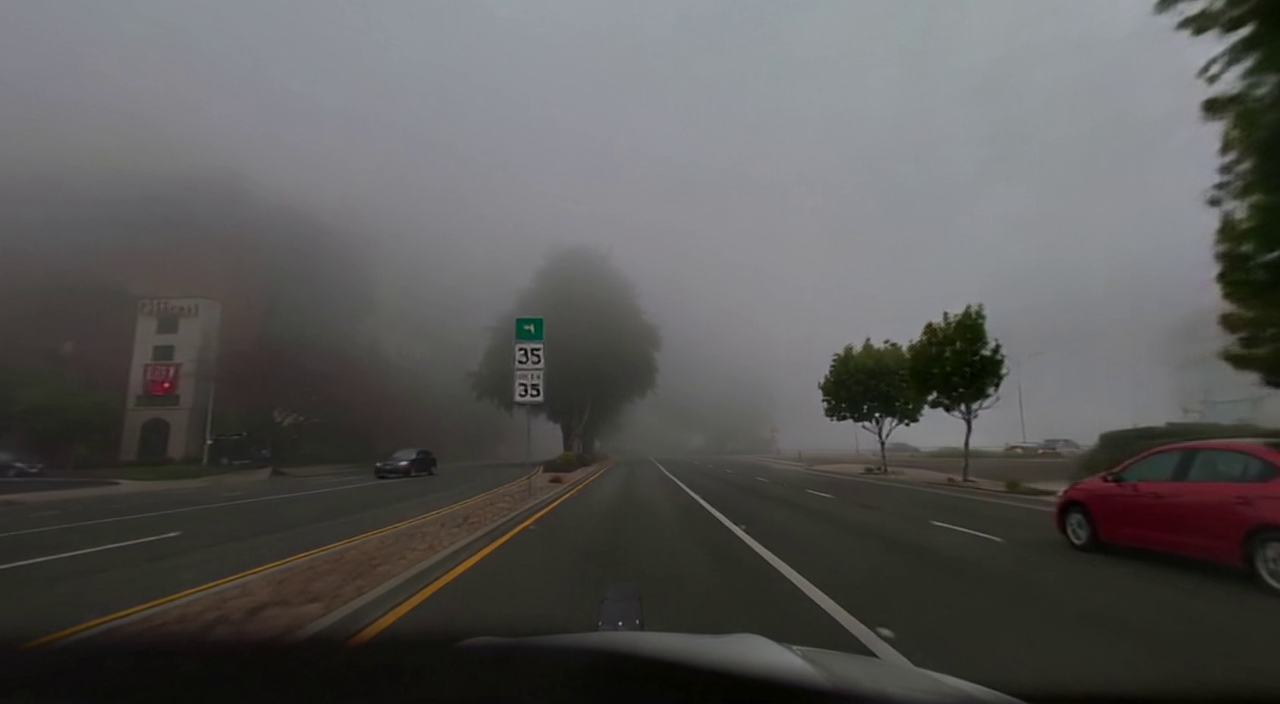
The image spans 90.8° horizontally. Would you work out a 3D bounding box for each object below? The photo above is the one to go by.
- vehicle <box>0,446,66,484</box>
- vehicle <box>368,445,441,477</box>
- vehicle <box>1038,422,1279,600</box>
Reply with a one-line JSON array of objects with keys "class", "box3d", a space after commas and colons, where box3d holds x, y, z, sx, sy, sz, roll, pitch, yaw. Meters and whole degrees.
[{"class": "vehicle", "box3d": [-35.726, 6.307, 35.554, 2.083, 2.034, 5.018, 0, -9, -2]}, {"class": "vehicle", "box3d": [-12.689, 5.882, 34.406, 2.163, 1.576, 4.704, 0, -9, 1]}, {"class": "vehicle", "box3d": [6.566, 1.472, 6.116, 2.088, 1.524, 5.085, 0, -9, 0]}]
